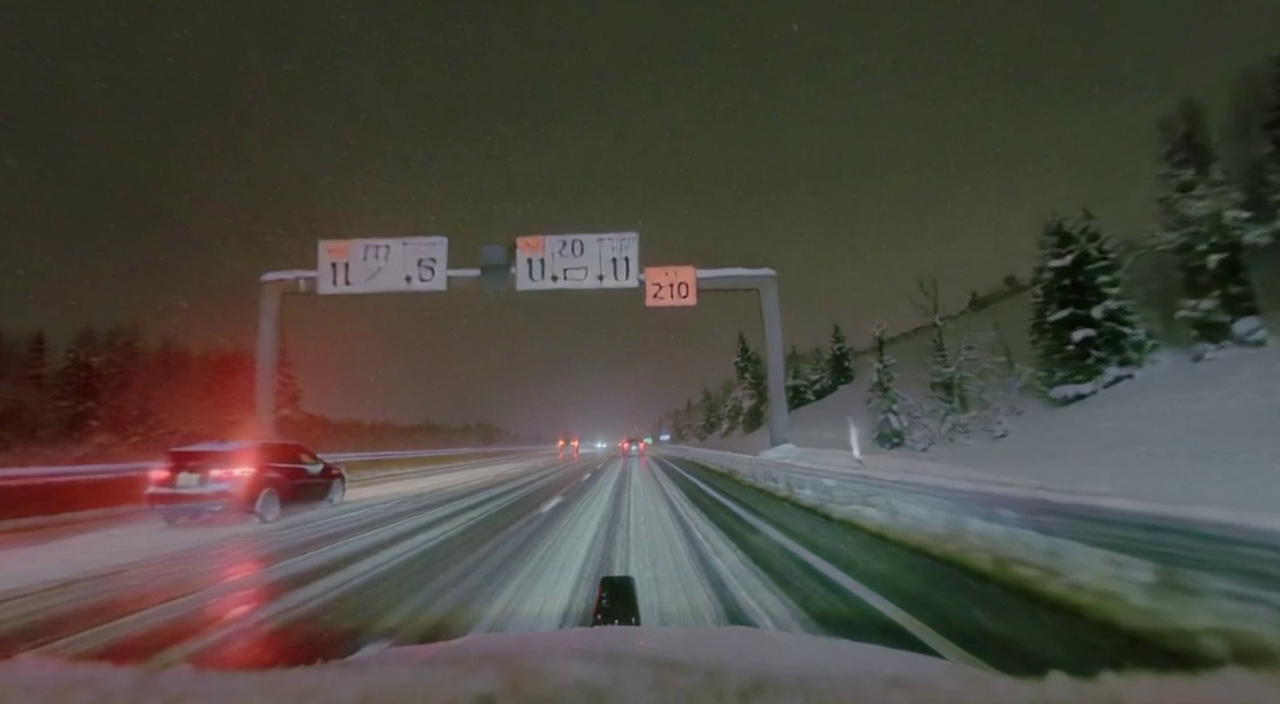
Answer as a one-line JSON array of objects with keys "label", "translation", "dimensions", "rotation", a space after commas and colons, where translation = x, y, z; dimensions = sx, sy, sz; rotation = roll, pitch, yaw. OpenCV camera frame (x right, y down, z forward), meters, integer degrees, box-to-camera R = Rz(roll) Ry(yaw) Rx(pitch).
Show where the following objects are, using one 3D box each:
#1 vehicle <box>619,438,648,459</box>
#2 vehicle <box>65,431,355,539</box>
[{"label": "vehicle", "translation": [-0.485, 7.159, 46.758], "dimensions": [2.072, 1.440, 3.690], "rotation": [0, -8, -1]}, {"label": "vehicle", "translation": [-7.200, 2.237, 11.366], "dimensions": [1.939, 1.504, 4.727], "rotation": [0, -8, -1]}]
